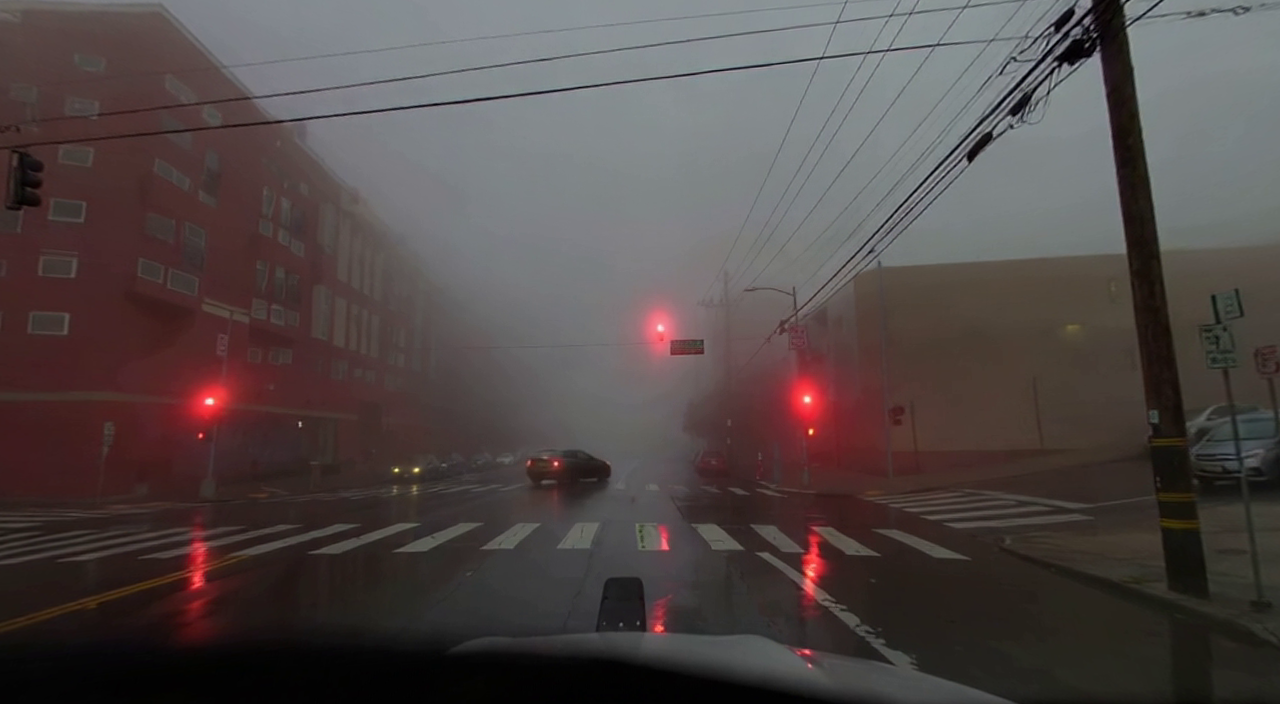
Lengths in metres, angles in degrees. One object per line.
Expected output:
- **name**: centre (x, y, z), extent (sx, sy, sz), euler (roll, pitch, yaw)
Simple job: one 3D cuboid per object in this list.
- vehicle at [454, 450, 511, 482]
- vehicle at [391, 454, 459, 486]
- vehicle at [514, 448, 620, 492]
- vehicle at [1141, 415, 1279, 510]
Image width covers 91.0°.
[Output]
- **vehicle**: centre (-8.720, 6.331, 35.270), extent (2.020, 1.672, 3.842), euler (0, -9, 3)
- **vehicle**: centre (-12.028, 6.603, 35.578), extent (1.943, 1.574, 4.727), euler (0, -9, 3)
- **vehicle**: centre (-2.973, 4.897, 26.647), extent (2.120, 1.650, 4.525), euler (-5, -10, 31)
- **vehicle**: centre (12.663, 2.200, 12.768), extent (3.234, 1.746, 1.941), euler (-1, -9, 1)
